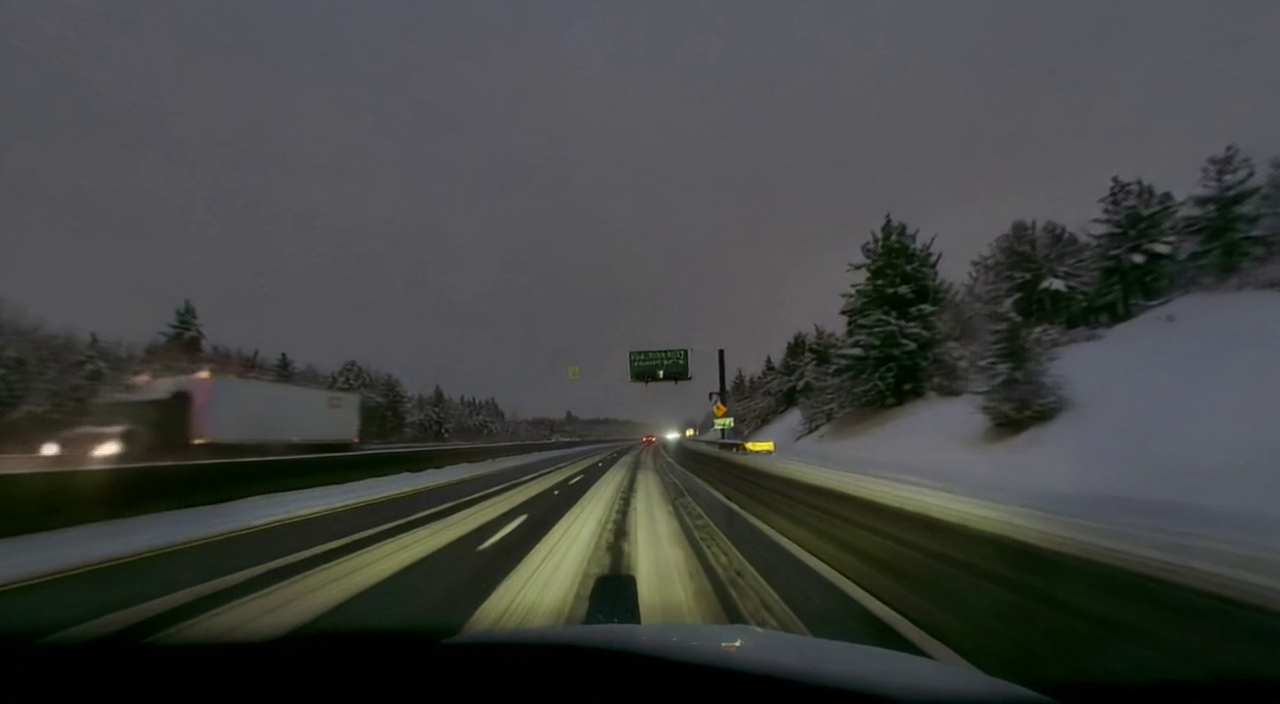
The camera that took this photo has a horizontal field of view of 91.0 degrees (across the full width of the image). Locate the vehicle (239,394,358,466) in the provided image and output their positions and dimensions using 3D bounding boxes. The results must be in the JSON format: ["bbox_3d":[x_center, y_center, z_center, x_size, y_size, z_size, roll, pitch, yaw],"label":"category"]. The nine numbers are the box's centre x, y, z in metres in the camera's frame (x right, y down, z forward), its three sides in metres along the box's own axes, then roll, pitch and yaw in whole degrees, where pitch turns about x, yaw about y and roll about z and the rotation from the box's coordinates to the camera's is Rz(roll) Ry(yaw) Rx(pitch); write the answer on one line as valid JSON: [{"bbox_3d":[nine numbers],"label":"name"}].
[{"bbox_3d":[-20.565,4.849,38.617,2.832,3.938,7.643,-1,-8,1],"label":"vehicle"}]

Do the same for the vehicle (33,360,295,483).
[{"bbox_3d":[-20.580,3.338,28.826,3.021,4.464,11.262,-1,-8,1],"label":"vehicle"}]
